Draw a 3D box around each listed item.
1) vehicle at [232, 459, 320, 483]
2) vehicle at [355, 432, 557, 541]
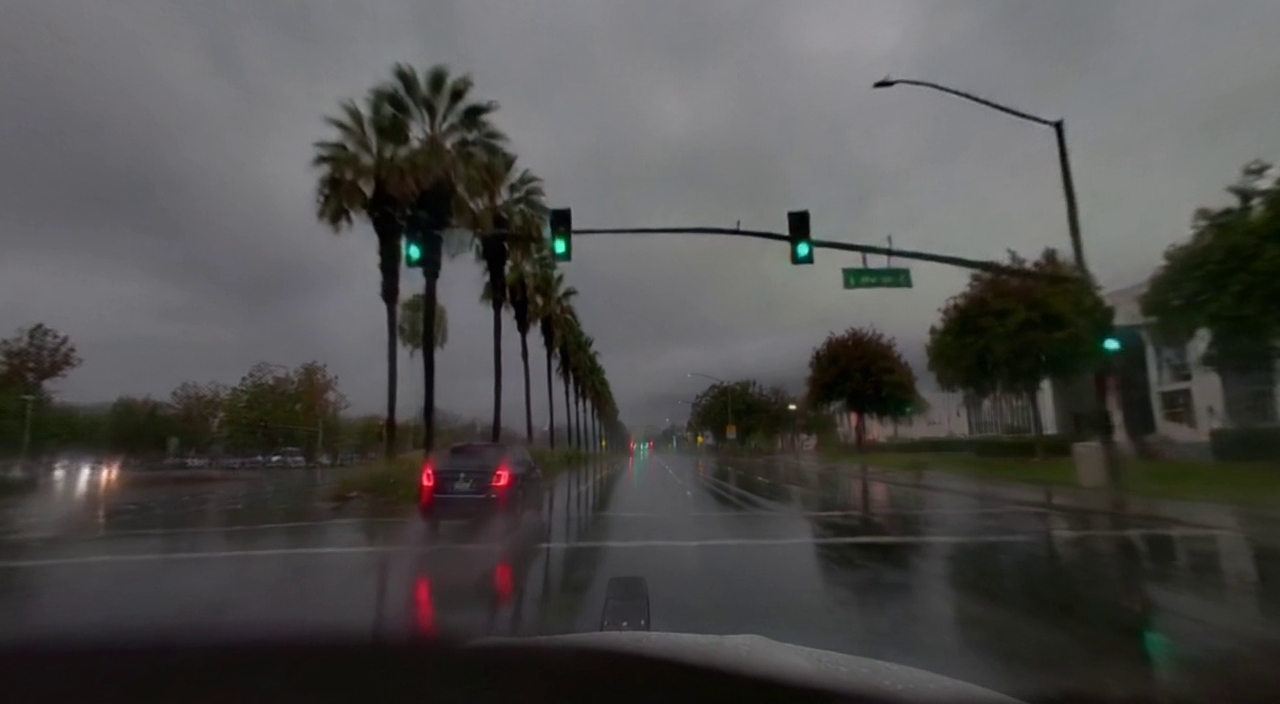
[{"bbox_3d":[-24.674,8.095,42.850,4.603,1.480,2.167,0,-8,1],"label":"vehicle"},{"bbox_3d":[-2.958,2.279,11.472,2.162,1.549,4.795,0,-8,1],"label":"vehicle"}]
